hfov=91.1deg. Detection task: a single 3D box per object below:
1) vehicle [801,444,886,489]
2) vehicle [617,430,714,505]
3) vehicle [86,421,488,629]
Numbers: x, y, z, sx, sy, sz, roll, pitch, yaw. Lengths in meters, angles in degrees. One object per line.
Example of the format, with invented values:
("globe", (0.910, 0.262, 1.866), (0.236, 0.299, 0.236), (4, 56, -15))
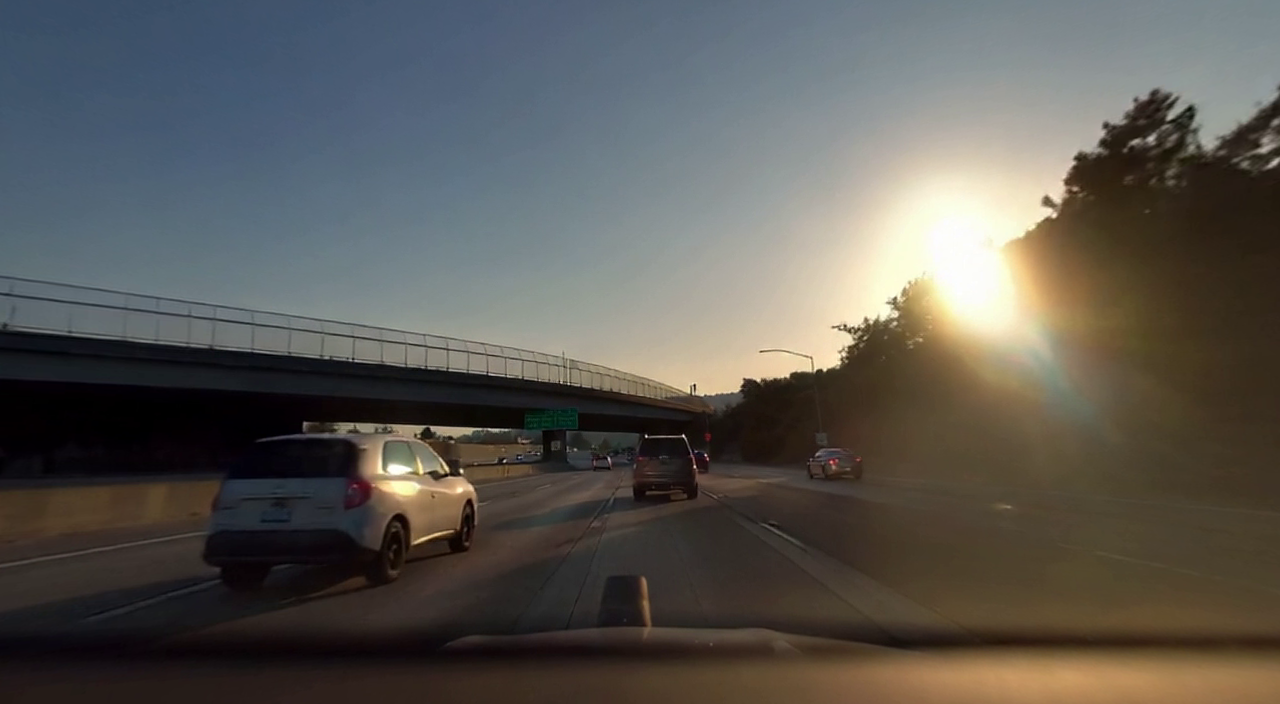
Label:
("vehicle", (8.786, 4.984, 27.611), (2.133, 1.770, 4.537), (0, -9, -1))
("vehicle", (0.697, 3.733, 20.685), (2.732, 2.065, 5.826), (0, -9, 0))
("vehicle", (-3.348, 1.726, 7.182), (2.099, 1.640, 4.134), (-1, -9, 1))
